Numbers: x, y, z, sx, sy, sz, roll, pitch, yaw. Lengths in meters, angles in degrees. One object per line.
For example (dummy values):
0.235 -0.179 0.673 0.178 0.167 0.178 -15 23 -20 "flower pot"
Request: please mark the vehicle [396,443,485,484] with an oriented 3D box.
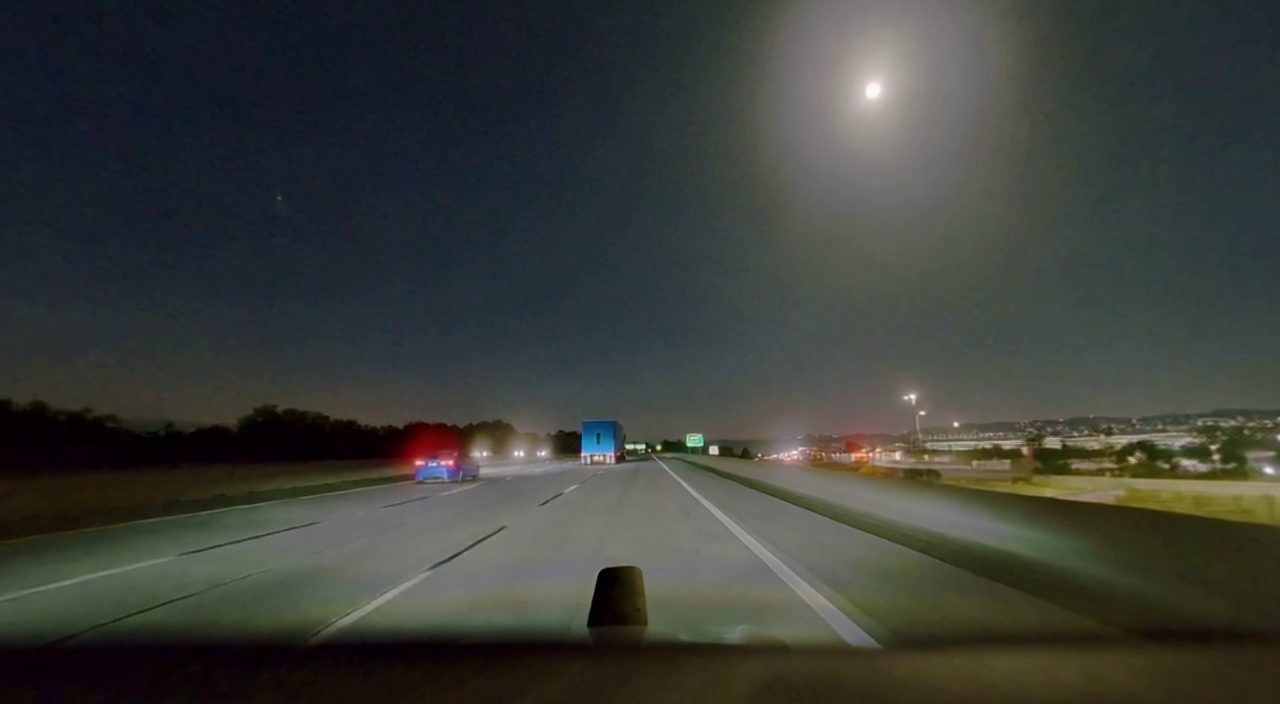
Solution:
-7.700 4.314 24.732 1.901 1.467 4.629 0 -8 1 "vehicle"
